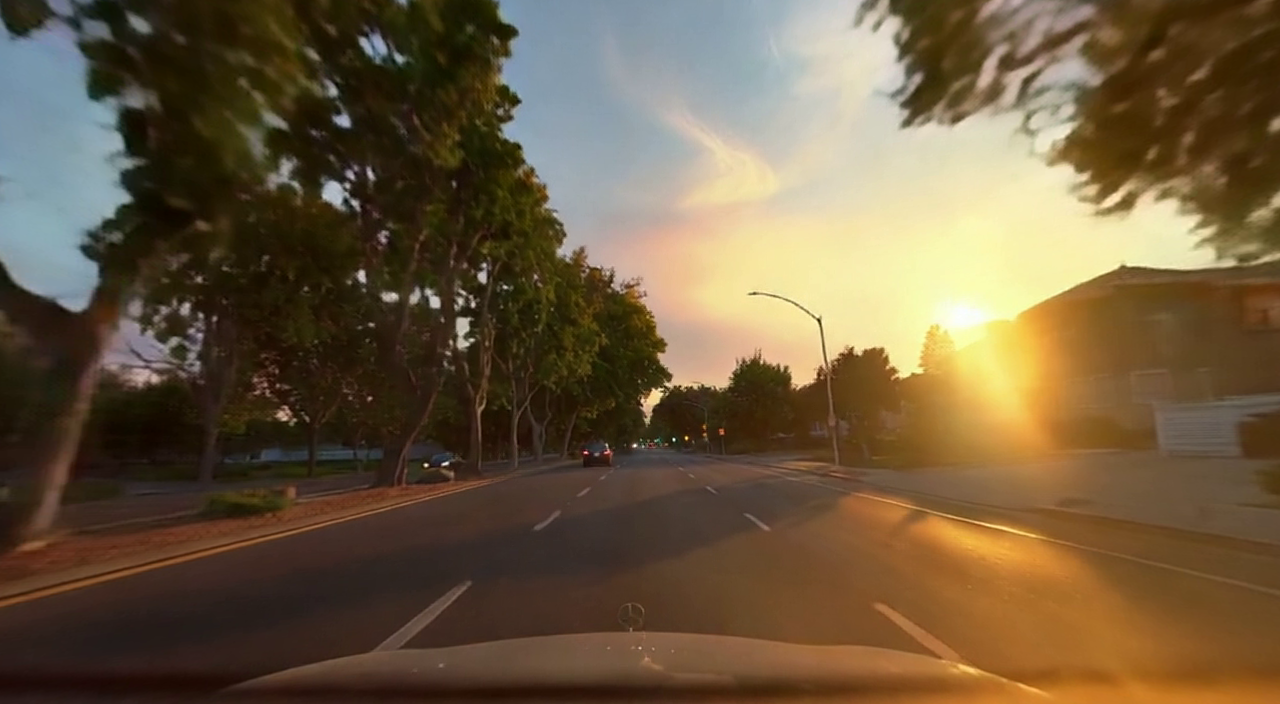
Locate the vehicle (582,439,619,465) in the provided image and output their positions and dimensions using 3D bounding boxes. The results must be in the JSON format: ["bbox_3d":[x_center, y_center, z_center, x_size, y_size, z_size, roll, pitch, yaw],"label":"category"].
[{"bbox_3d":[-2.735,7.117,45.041,2.283,1.716,4.395,0,-8,1],"label":"vehicle"}]
